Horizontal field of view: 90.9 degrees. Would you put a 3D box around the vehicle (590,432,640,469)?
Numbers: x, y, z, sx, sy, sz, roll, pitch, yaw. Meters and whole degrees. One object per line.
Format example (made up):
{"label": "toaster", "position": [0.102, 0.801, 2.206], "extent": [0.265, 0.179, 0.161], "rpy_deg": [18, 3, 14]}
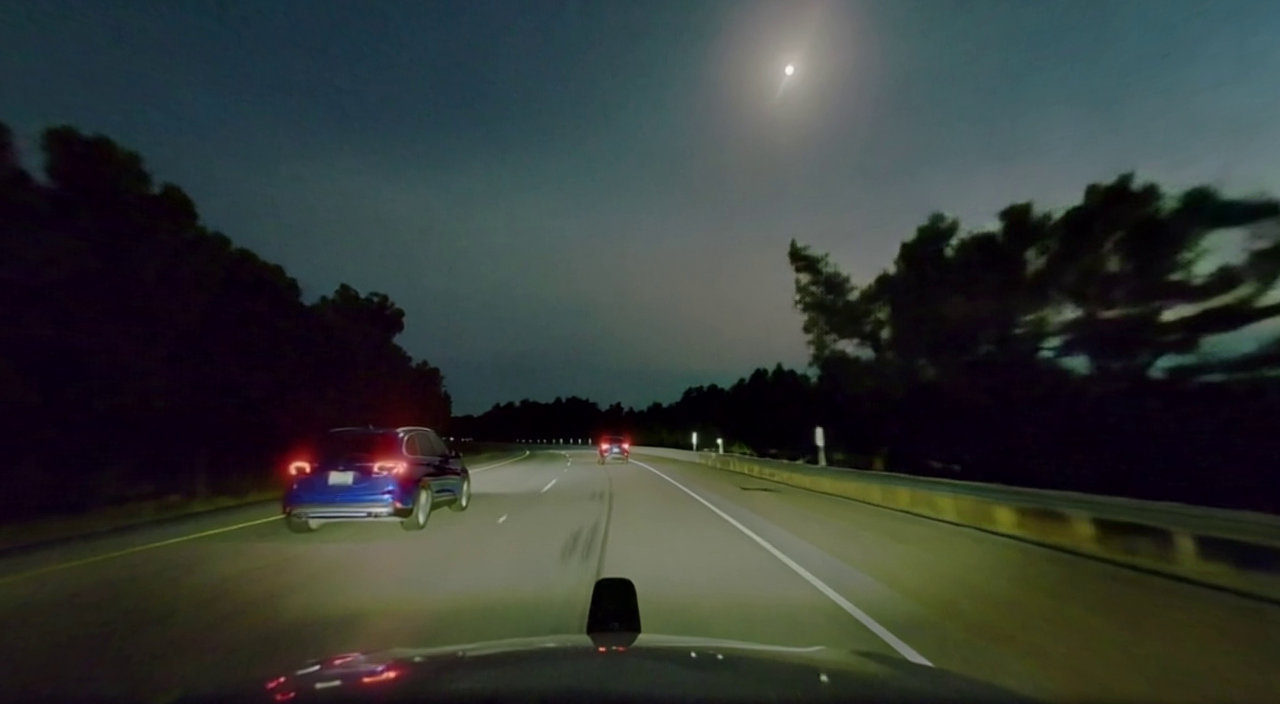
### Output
{"label": "vehicle", "position": [-1.409, 5.196, 33.562], "extent": [2.452, 1.857, 4.022], "rpy_deg": [1, -8, -5]}

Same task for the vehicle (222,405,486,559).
{"label": "vehicle", "position": [-4.069, 1.906, 10.109], "extent": [2.053, 1.847, 4.760], "rpy_deg": [0, -8, -1]}
